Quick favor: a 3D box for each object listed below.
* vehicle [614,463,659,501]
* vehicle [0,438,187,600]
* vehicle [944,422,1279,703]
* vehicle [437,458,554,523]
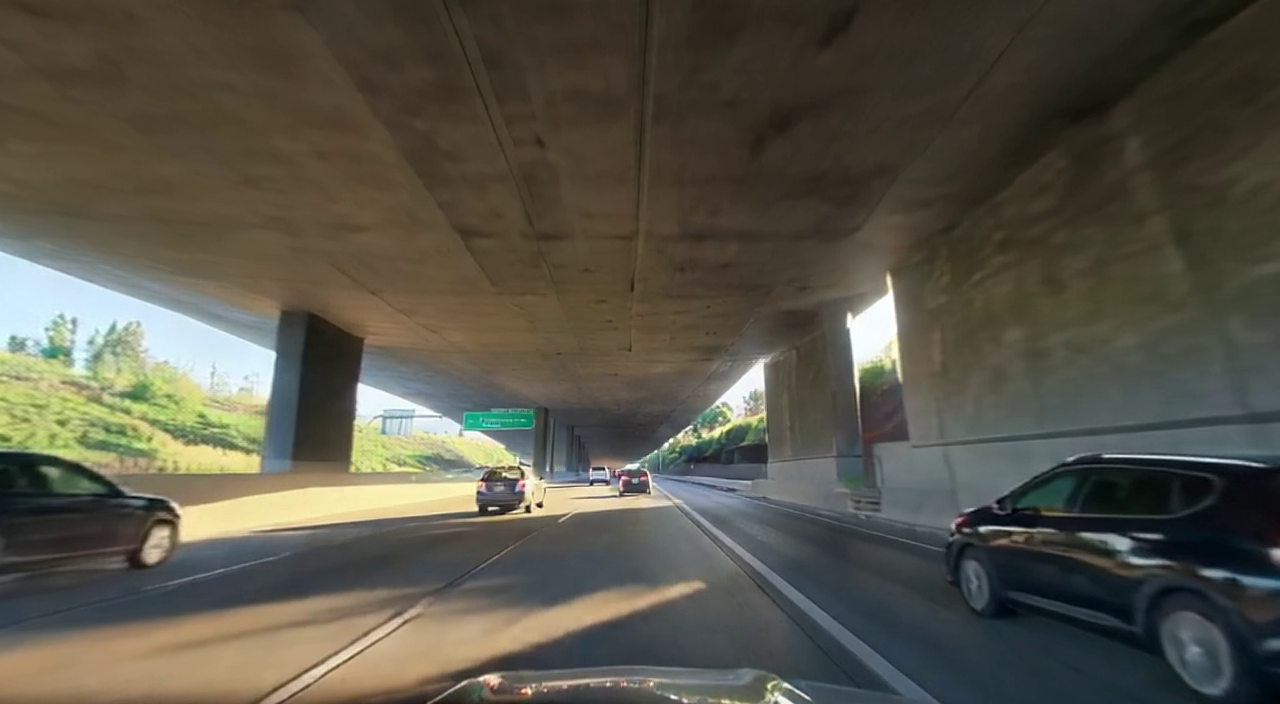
[{"bbox_3d":[-0.178,6.094,29.735,1.992,1.601,3.762,1,-11,0],"label":"vehicle"},{"bbox_3d":[-7.258,1.612,6.133,2.142,1.545,4.708,1,-11,0],"label":"vehicle"},{"bbox_3d":[3.860,1.297,3.790,1.992,1.557,4.017,1,-11,-1],"label":"vehicle"},{"bbox_3d":[-3.836,3.814,17.678,2.102,1.521,4.687,1,-11,1],"label":"vehicle"}]
